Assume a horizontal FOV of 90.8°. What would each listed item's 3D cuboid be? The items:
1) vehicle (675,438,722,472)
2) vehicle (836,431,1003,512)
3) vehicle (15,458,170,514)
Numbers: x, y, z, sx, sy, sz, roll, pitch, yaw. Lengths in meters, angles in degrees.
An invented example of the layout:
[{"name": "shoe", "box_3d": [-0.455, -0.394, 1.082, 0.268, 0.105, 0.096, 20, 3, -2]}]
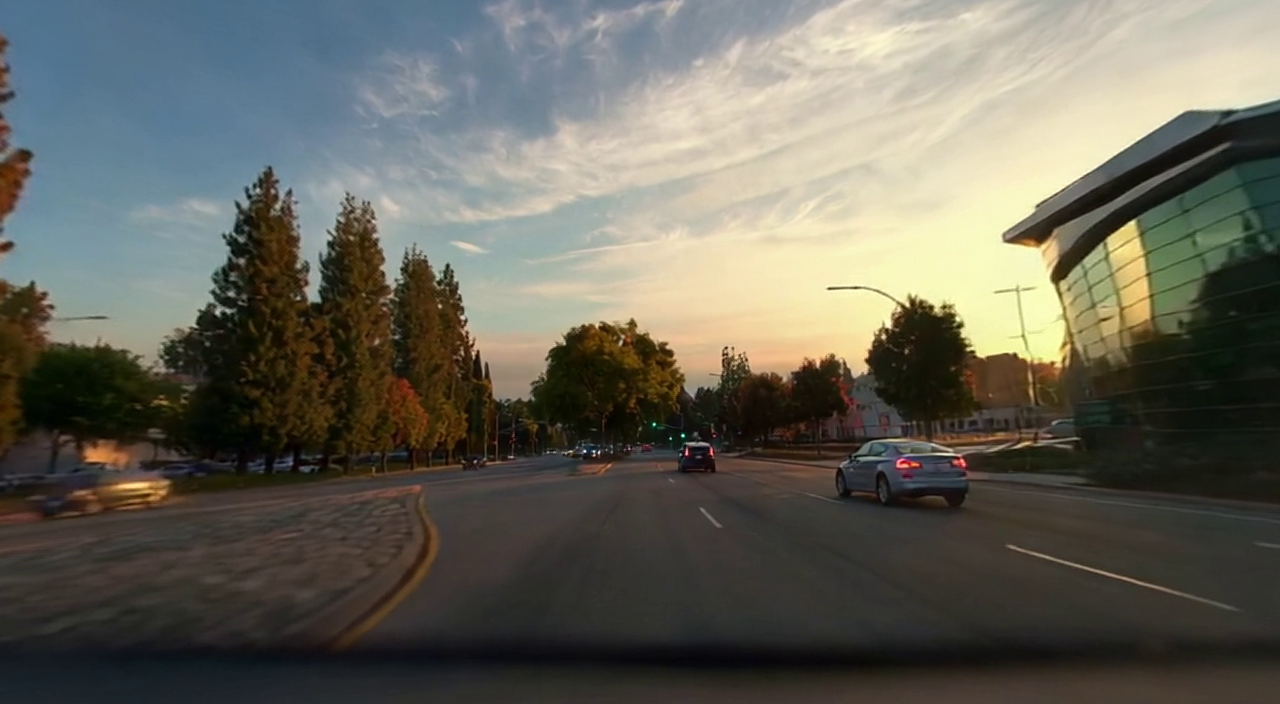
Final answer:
[{"name": "vehicle", "box_3d": [3.207, 5.754, 35.463, 2.095, 1.759, 4.862, 0, -9, -1]}, {"name": "vehicle", "box_3d": [6.371, 2.758, 15.054, 2.000, 1.618, 4.238, 0, -9, 0]}, {"name": "vehicle", "box_3d": [-21.676, 5.270, 25.329, 2.050, 1.890, 4.582, 0, -9, 0]}]
